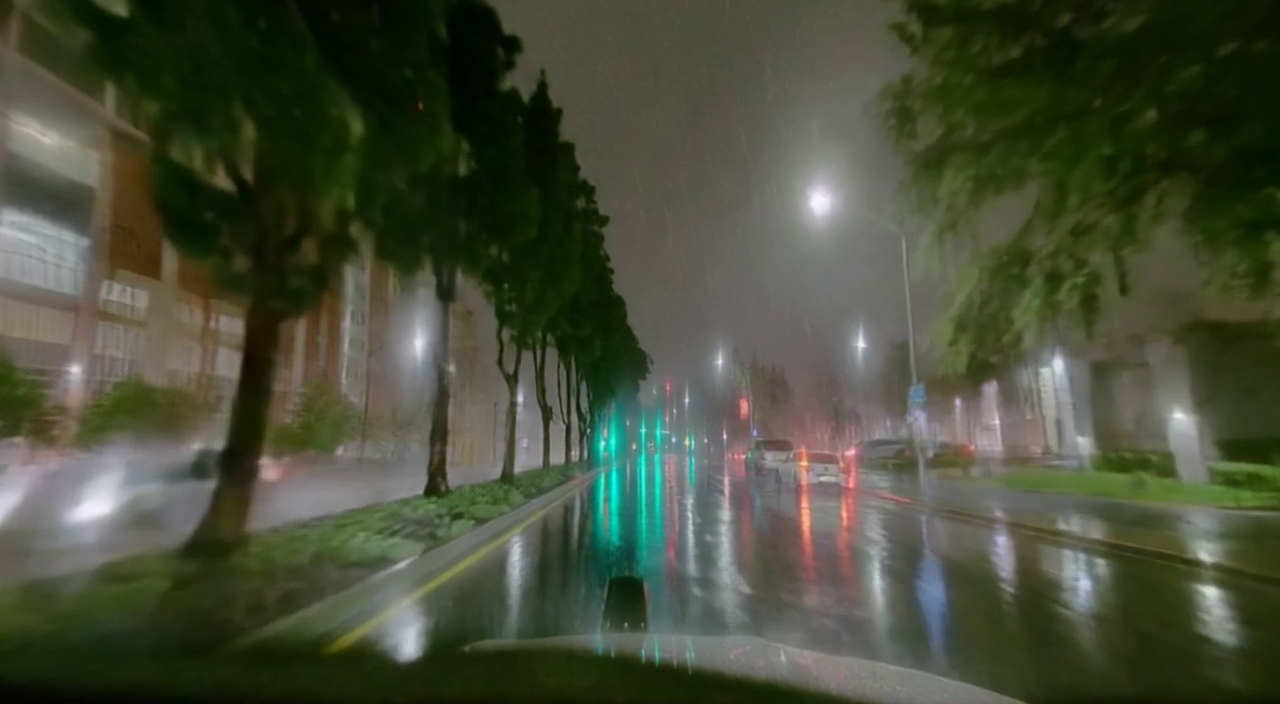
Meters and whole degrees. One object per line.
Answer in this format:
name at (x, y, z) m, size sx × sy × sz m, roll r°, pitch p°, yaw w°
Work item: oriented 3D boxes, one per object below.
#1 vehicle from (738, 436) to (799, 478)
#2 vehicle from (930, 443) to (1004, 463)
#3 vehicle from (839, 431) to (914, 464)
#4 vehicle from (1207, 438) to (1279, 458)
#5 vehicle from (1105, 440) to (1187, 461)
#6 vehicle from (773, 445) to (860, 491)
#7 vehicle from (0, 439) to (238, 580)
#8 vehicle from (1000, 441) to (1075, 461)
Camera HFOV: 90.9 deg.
vehicle at (6.374, 5.275, 31.874) m, size 2.045 × 1.890 × 4.876 m, roll 0°, pitch -9°, yaw 0°
vehicle at (25.305, 7.798, 48.826) m, size 4.733 × 1.494 × 1.794 m, roll 0°, pitch -9°, yaw 0°
vehicle at (18.260, 7.381, 48.777) m, size 4.826 × 2.368 × 2.263 m, roll -1°, pitch -7°, yaw -1°
vehicle at (46.666, 7.383, 48.322) m, size 4.463 × 1.475 × 1.955 m, roll 0°, pitch -8°, yaw 0°
vehicle at (38.593, 7.520, 48.117) m, size 4.519 × 1.466 × 1.996 m, roll 0°, pitch -8°, yaw 1°
vehicle at (6.379, 4.226, 23.352) m, size 1.948 × 1.511 × 4.623 m, roll 0°, pitch -9°, yaw 1°
vehicle at (-8.345, 2.104, 9.135) m, size 1.982 × 1.608 × 4.519 m, roll 0°, pitch -9°, yaw 1°
vehicle at (30.513, 7.632, 48.449) m, size 4.373 × 1.489 × 1.908 m, roll 0°, pitch -9°, yaw 1°
